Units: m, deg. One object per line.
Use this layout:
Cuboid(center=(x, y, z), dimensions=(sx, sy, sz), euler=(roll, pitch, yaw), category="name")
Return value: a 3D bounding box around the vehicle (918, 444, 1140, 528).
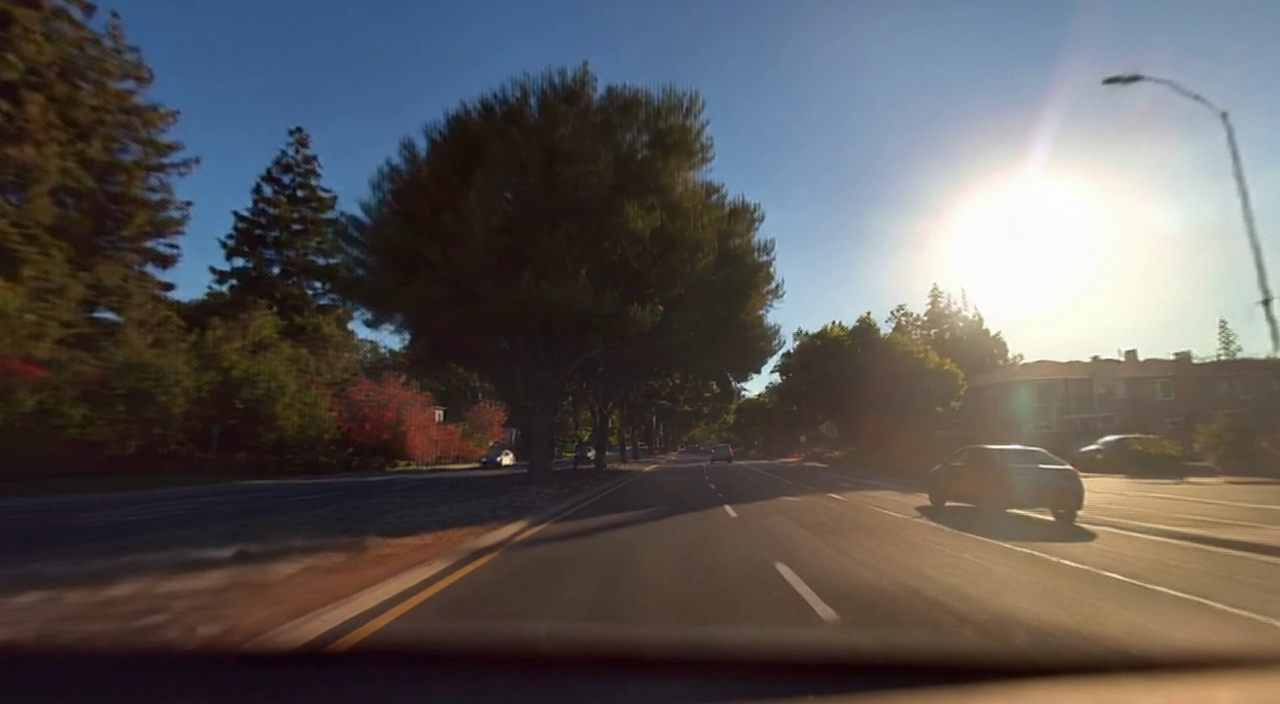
Cuboid(center=(7.782, 2.678, 13.260), dimensions=(1.855, 1.444, 4.389), euler=(0, -8, 0), category="vehicle")
